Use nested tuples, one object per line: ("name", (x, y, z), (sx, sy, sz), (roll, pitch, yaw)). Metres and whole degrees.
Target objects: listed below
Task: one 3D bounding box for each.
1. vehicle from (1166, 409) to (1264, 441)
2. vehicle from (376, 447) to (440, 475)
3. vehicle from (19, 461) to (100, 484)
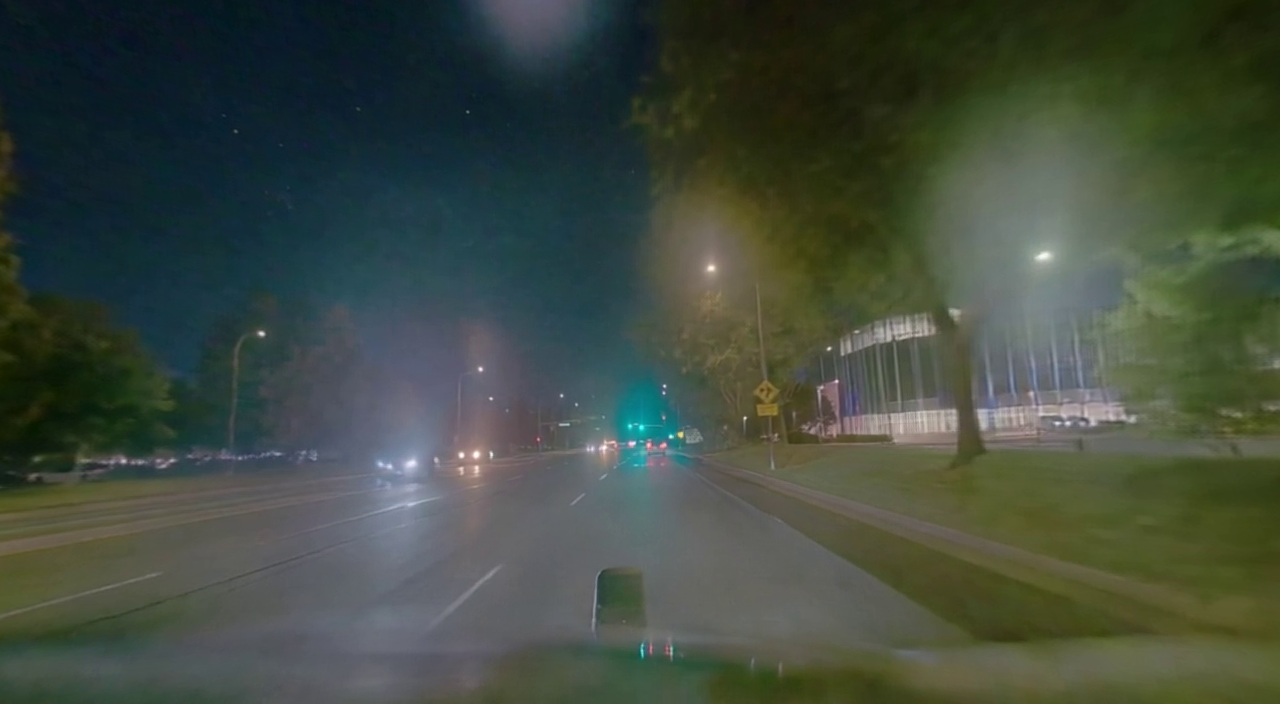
("vehicle", (39.046, 5.009, 42.819), (2.045, 2.000, 4.878), (-1, -8, 0))
("vehicle", (-13.591, 6.397, 37.088), (1.939, 1.548, 4.490), (0, -8, 2))
("vehicle", (-41.905, 8.690, 45.323), (4.101, 1.465, 1.819), (0, -8, 3))
